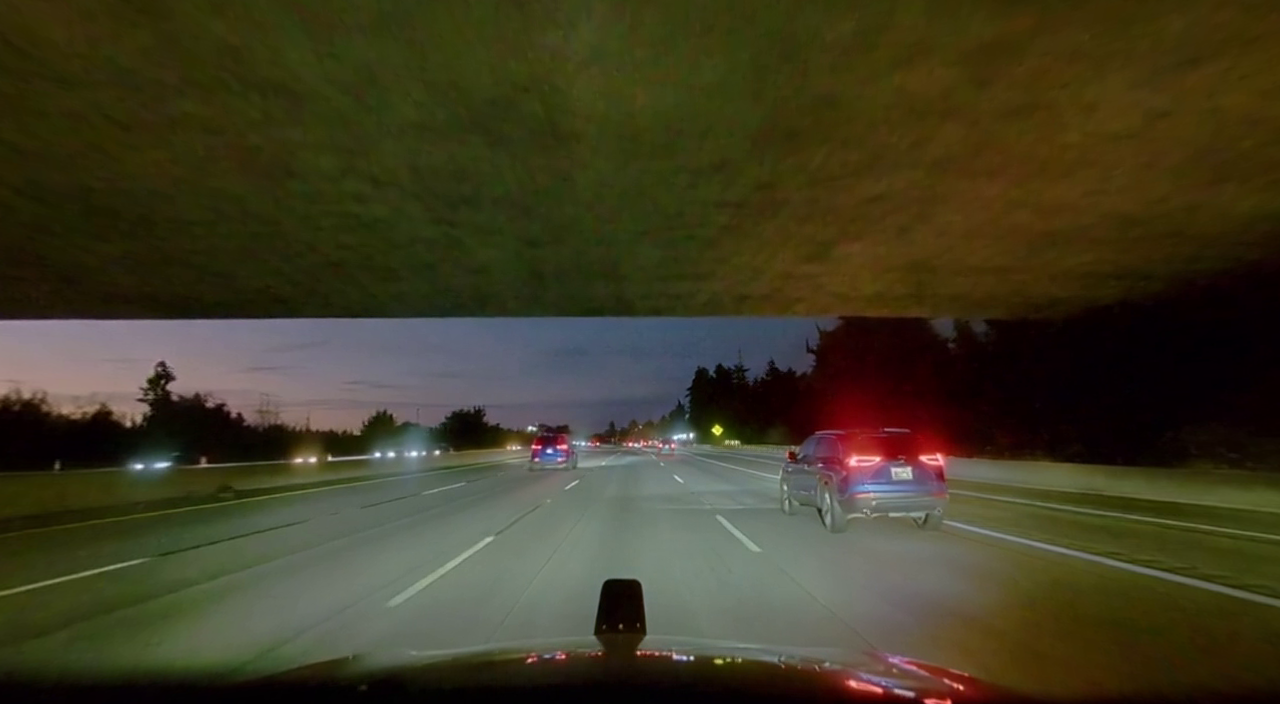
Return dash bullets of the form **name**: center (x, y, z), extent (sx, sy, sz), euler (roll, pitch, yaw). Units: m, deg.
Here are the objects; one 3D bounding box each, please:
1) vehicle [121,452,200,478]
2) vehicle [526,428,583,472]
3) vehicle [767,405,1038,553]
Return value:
- **vehicle**: center (-30.531, 7.171, 40.370), extent (1.791, 1.507, 4.074), euler (0, -9, 0)
- **vehicle**: center (-3.887, 4.558, 29.556), extent (2.018, 1.872, 4.728), euler (0, -9, 0)
- **vehicle**: center (3.617, 1.851, 9.885), extent (2.185, 1.749, 4.477), euler (0, -8, -2)
